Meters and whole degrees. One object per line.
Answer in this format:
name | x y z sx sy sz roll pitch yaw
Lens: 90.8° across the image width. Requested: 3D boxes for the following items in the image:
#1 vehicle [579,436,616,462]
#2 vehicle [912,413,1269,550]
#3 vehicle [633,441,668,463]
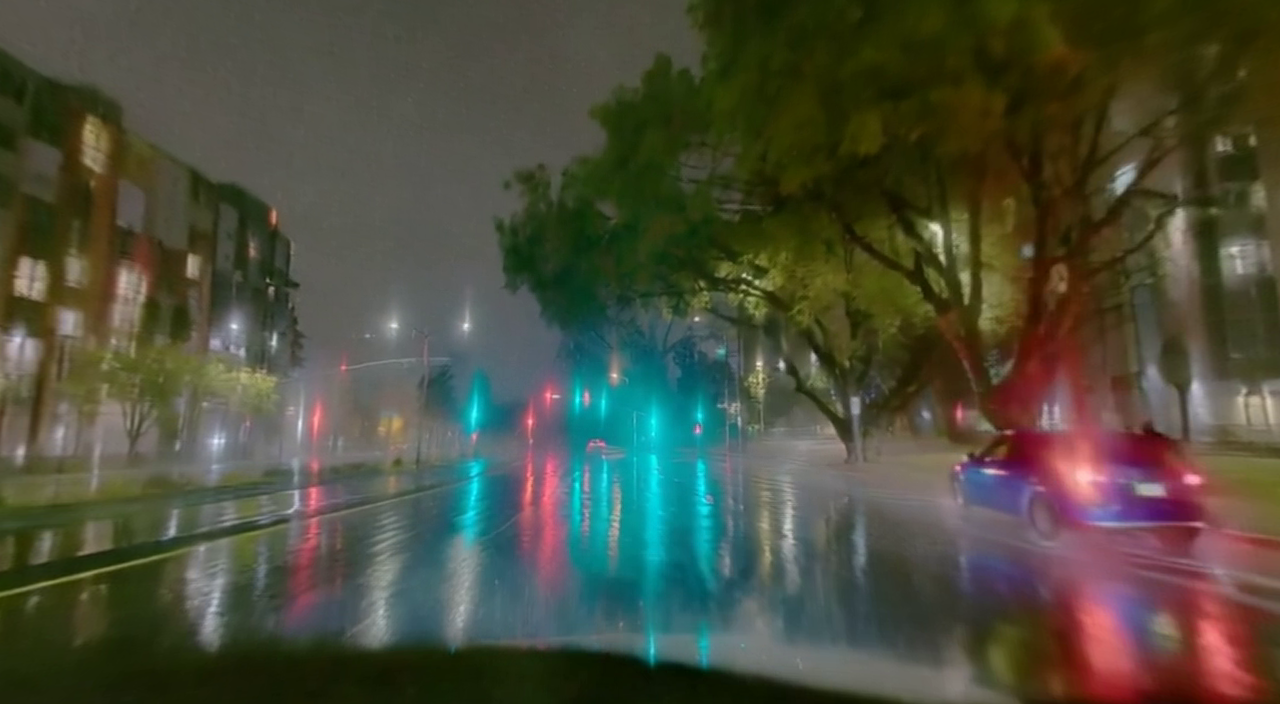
vehicle | -3.135 6.968 45.392 2.317 1.713 4.231 1 -9 -8
vehicle | 6.504 1.932 10.104 2.042 1.635 4.858 0 -9 -1
vehicle | 0.665 6.890 43.628 1.918 1.479 4.468 1 -9 -6
